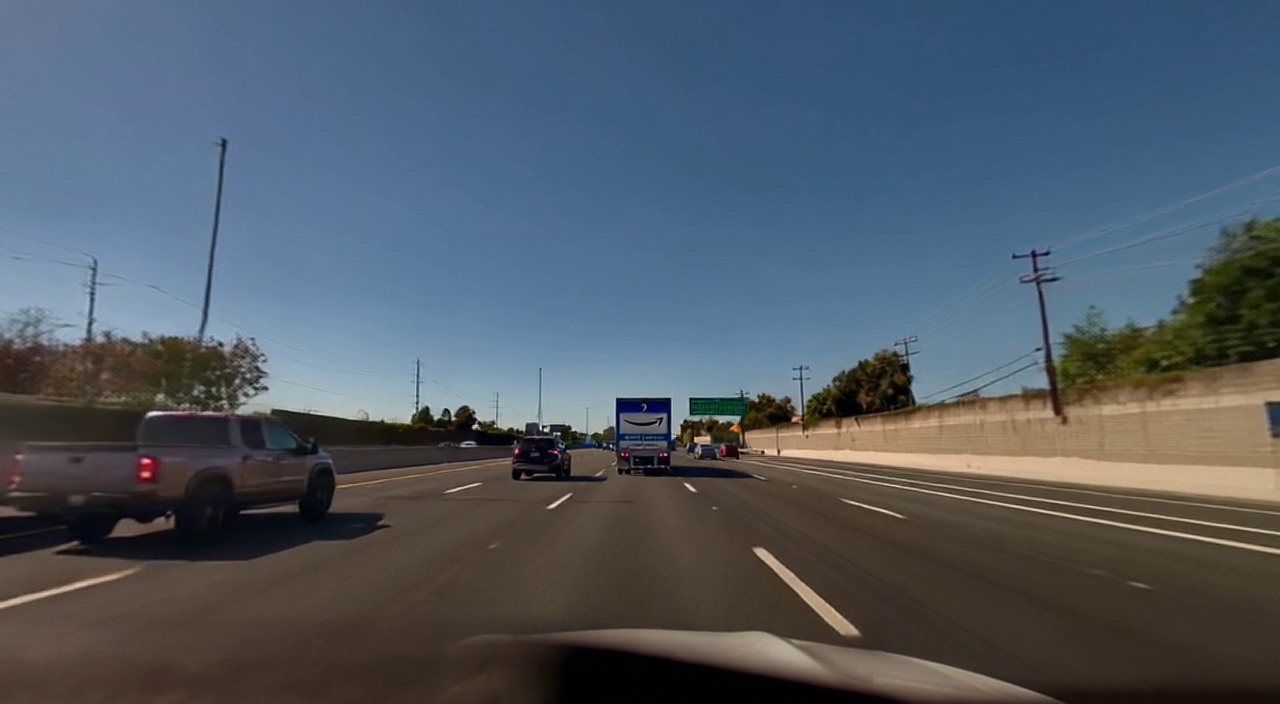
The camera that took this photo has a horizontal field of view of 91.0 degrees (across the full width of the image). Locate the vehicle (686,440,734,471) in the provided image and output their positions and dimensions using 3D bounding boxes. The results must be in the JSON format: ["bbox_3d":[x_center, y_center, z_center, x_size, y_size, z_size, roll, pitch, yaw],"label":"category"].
[{"bbox_3d":[3.703,5.546,33.896,1.970,1.499,4.491,1,-8,-1],"label":"vehicle"}]

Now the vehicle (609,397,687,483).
[{"bbox_3d":[0.251,3.273,23.221,2.456,2.705,6.251,0,-9,0],"label":"vehicle"}]

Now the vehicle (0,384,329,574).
[{"bbox_3d":[-6.730,1.620,8.815,2.101,1.858,5.071,0,-8,0],"label":"vehicle"}]

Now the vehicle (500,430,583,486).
[{"bbox_3d":[-3.180,3.545,21.338,2.095,1.688,4.188,0,-9,0],"label":"vehicle"}]
